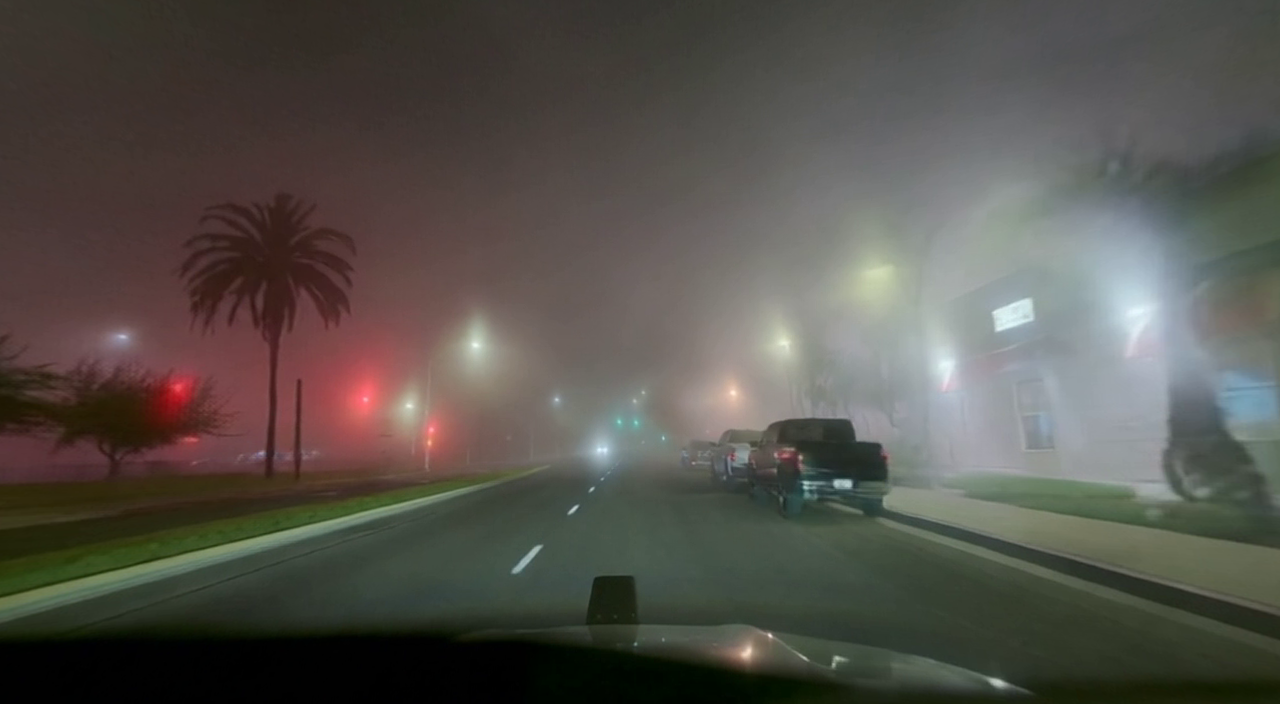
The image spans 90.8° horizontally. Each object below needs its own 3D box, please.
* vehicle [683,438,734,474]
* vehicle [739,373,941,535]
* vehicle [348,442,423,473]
[{"bbox_3d":[3.586,5.529,33.745,2.138,1.743,4.363,0,-9,-1],"label":"vehicle"},{"bbox_3d":[3.606,2.020,12.872,2.221,2.552,5.594,0,-9,0],"label":"vehicle"},{"bbox_3d":[-19.484,8.003,48.178,6.167,2.125,2.526,-7,-10,38],"label":"vehicle"}]
